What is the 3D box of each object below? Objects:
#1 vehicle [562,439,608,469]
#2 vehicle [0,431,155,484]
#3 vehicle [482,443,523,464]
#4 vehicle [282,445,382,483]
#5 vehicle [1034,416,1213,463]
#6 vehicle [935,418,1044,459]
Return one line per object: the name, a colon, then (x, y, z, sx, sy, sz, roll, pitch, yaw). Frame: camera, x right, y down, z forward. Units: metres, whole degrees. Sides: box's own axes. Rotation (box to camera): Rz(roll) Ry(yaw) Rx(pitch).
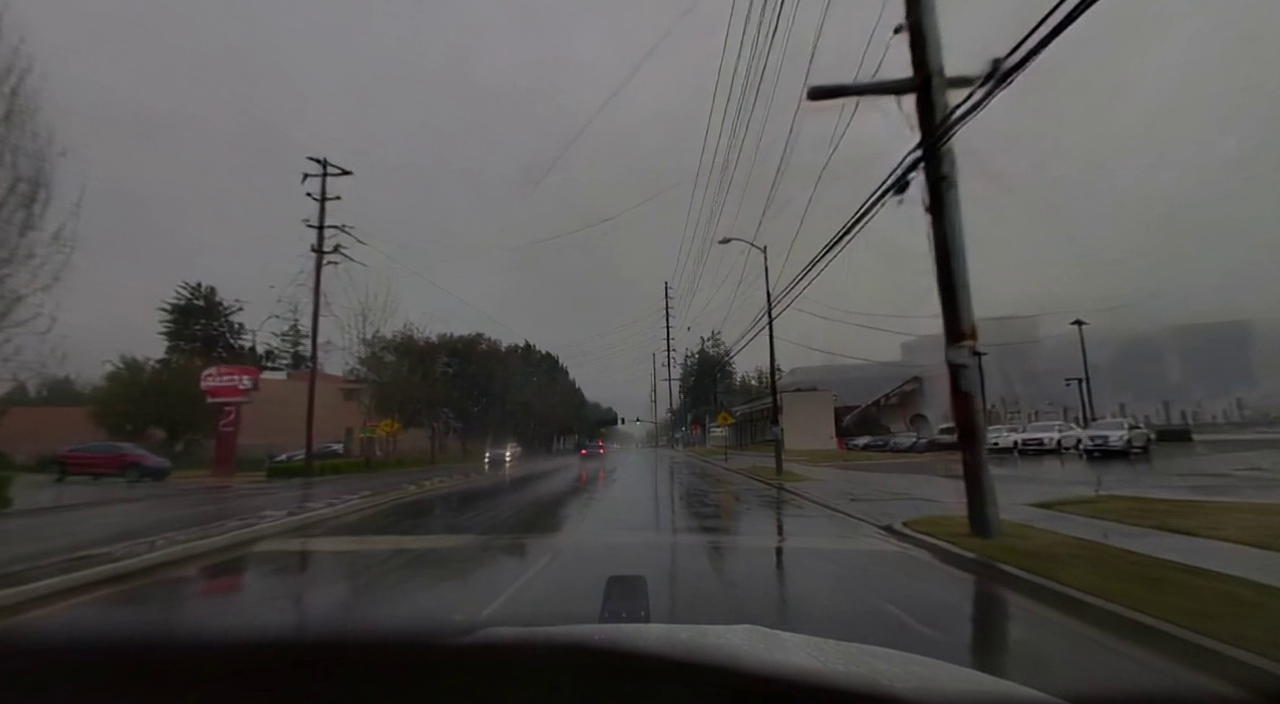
vehicle: (-2.894, 5.472, 34.035, 2.073, 1.525, 3.968, 0, -8, 0)
vehicle: (-23.144, 4.316, 25.936, 4.657, 1.806, 2.132, -3, -8, -1)
vehicle: (-10.398, 7.648, 47.945, 2.021, 1.480, 4.800, 0, -8, 1)
vehicle: (-13.866, 5.041, 28.761, 2.091, 1.538, 4.451, -1, -8, 3)
vehicle: (17.816, 3.250, 23.434, 4.943, 1.646, 2.072, 0, -8, -1)
vehicle: (18.347, 4.522, 33.412, 2.020, 1.972, 4.983, 3, -7, -16)
